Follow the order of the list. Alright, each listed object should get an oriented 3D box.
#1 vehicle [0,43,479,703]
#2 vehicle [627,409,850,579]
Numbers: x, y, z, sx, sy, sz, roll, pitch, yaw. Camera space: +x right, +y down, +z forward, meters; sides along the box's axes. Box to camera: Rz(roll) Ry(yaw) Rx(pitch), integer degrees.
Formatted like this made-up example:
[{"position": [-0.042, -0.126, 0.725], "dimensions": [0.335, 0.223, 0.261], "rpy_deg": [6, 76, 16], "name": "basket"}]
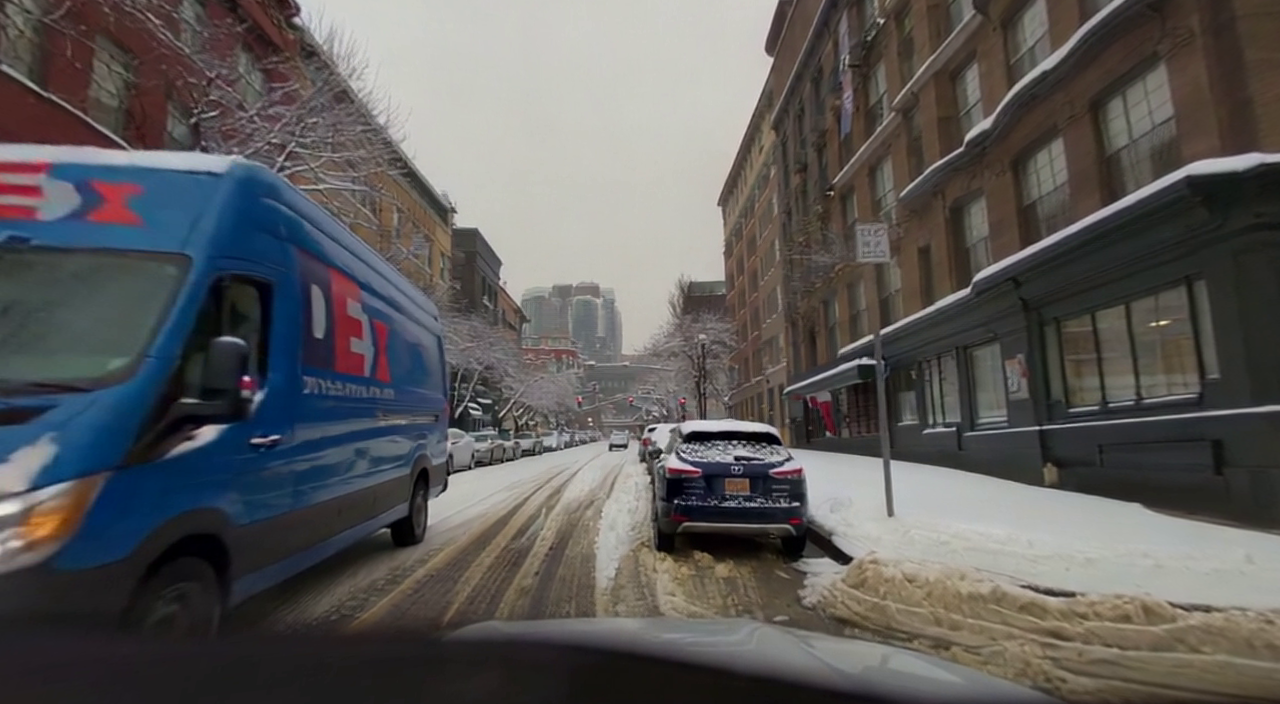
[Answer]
[{"position": [-3.595, 0.518, 6.311], "dimensions": [2.558, 3.014, 7.101], "rpy_deg": [0, -8, -4], "name": "vehicle"}, {"position": [0.828, 1.573, 7.957], "dimensions": [1.925, 1.481, 4.653], "rpy_deg": [0, -8, -2], "name": "vehicle"}]
